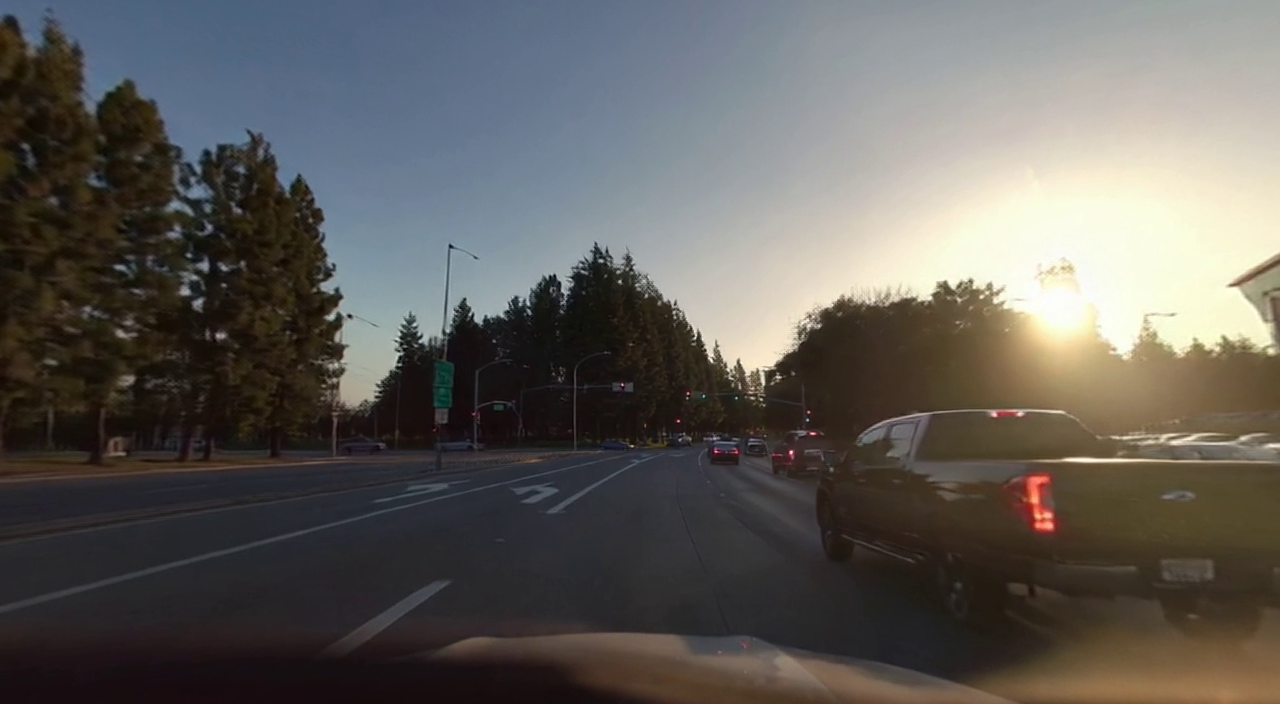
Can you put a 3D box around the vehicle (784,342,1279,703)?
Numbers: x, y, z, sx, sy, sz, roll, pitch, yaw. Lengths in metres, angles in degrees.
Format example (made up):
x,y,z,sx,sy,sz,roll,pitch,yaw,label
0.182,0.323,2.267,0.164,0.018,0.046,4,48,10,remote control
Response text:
x,y,z,sx,sy,sz,roll,pitch,yaw,label
3.200,1.250,5.806,2.333,1.777,5.713,0,-8,-1,vehicle

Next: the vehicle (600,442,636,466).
x,y,z,sx,sy,sz,roll,pitch,yaw,label
-1.483,7.078,43.762,1.958,1.542,4.175,-1,-9,5,vehicle

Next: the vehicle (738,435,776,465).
x,y,z,sx,sy,sz,roll,pitch,yaw,label
9.044,7.592,49.070,2.186,2.202,5.426,-1,-9,3,vehicle

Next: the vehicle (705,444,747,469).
x,y,z,sx,sy,sz,roll,pitch,yaw,label
5.720,6.989,42.405,2.292,1.563,4.734,-1,-8,2,vehicle
